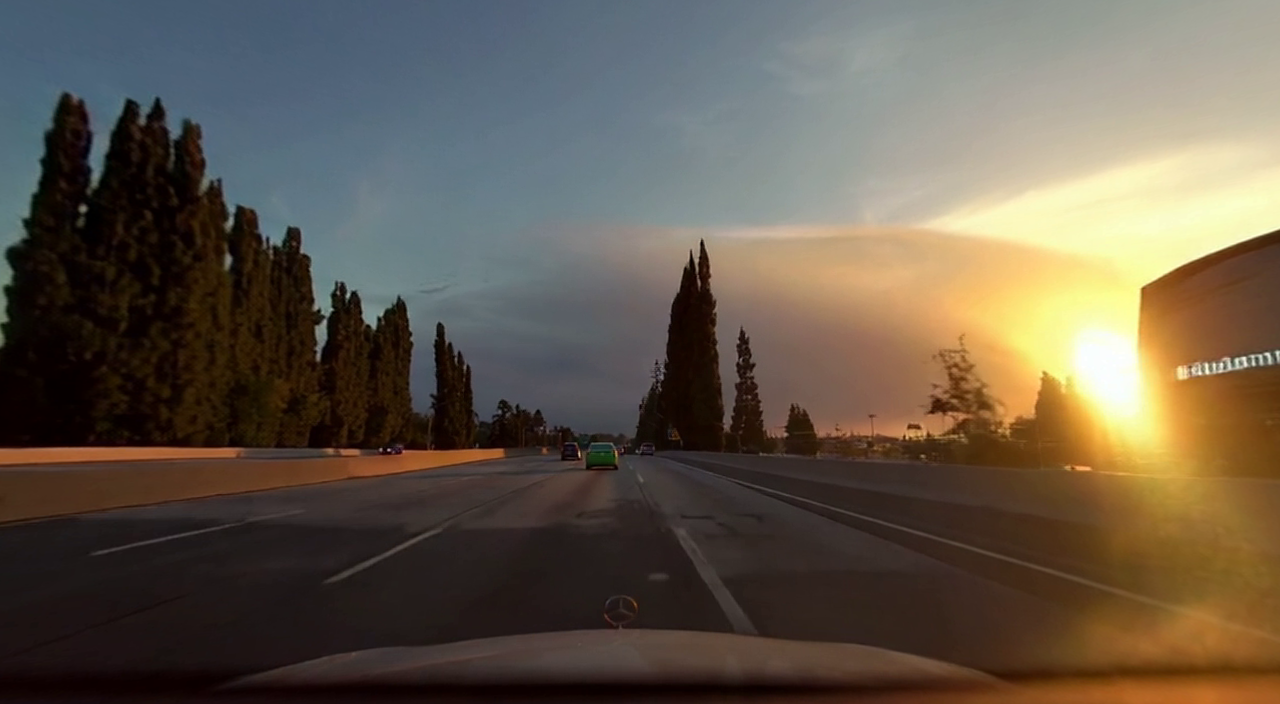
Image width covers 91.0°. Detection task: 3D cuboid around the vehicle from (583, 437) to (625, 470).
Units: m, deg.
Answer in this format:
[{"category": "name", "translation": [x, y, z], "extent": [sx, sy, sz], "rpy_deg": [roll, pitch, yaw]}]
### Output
[{"category": "vehicle", "translation": [-2.100, 6.082, 37.872], "extent": [2.302, 1.810, 4.707], "rpy_deg": [0, -8, -1]}]
